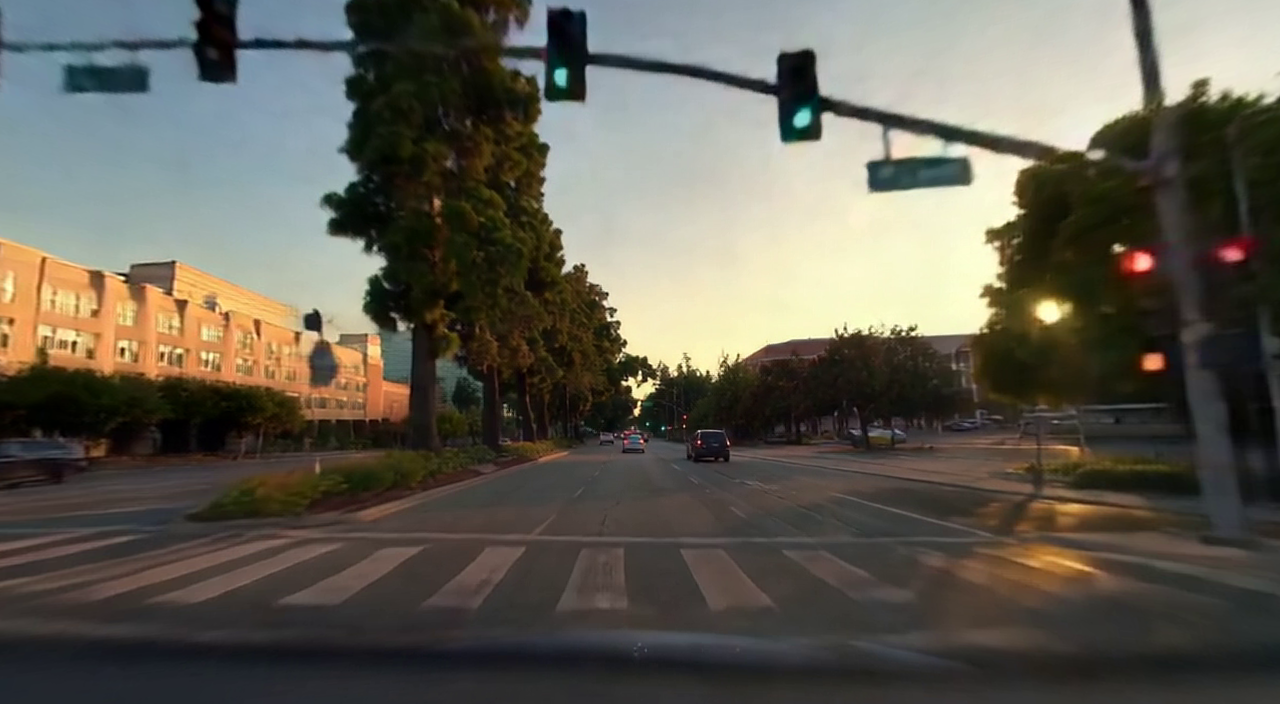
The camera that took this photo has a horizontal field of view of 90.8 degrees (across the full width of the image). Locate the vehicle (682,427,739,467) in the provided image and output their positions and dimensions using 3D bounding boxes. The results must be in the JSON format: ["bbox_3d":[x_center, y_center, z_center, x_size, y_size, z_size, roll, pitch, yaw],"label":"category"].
[{"bbox_3d":[3.313,4.603,30.562,2.181,1.781,4.257,0,-8,-1],"label":"vehicle"}]

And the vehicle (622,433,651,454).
[{"bbox_3d":[-0.271,6.664,45.773,2.039,1.455,3.826,0,-8,-1],"label":"vehicle"}]
